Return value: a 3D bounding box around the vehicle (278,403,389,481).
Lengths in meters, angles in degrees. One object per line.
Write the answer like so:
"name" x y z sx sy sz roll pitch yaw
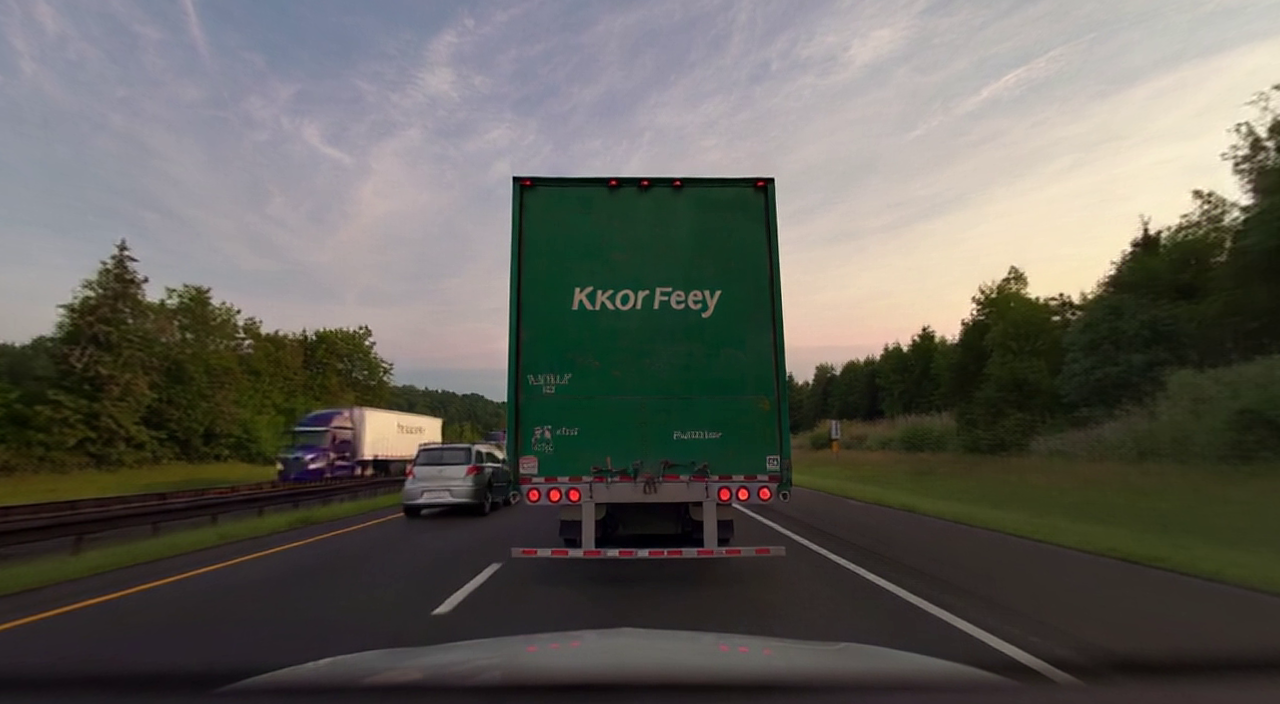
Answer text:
"vehicle" -16.848 5.055 35.243 3.034 3.940 5.969 0 -9 0

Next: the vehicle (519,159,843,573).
"vehicle" 0.314 1.161 13.730 3.230 4.377 14.405 0 -9 -1

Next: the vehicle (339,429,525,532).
"vehicle" -3.694 2.373 12.152 2.095 1.600 4.247 0 -9 0
